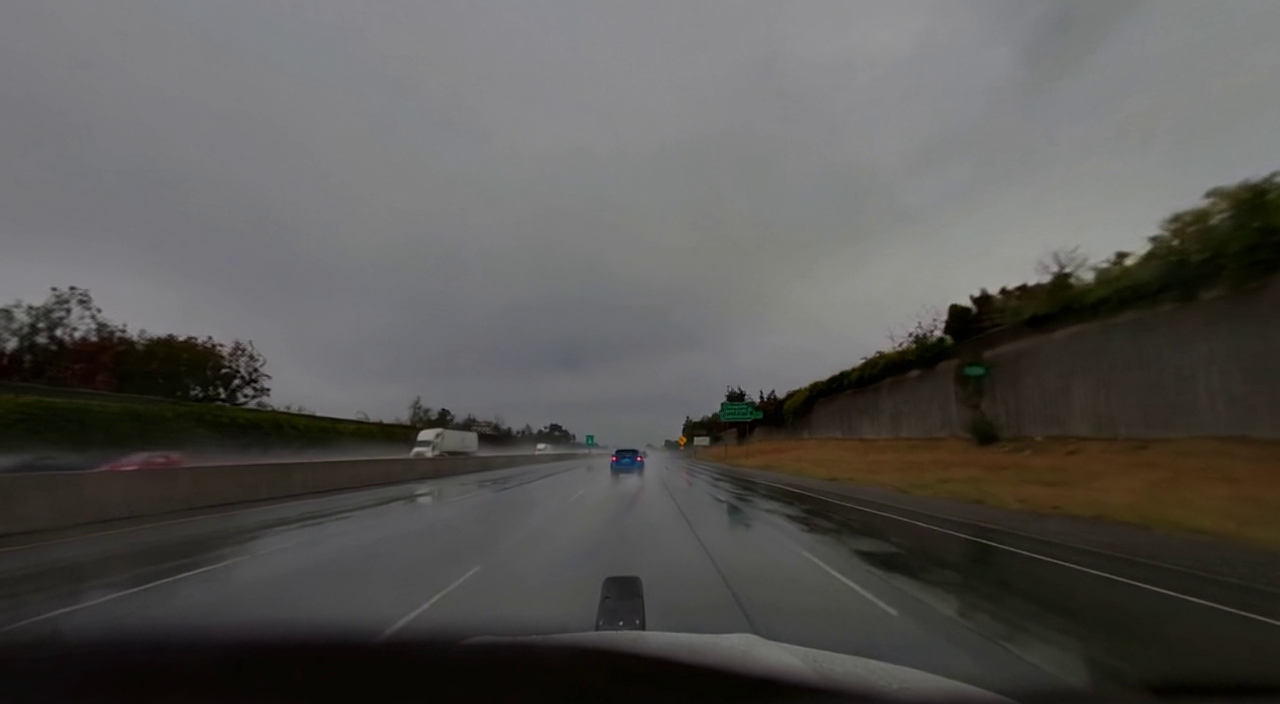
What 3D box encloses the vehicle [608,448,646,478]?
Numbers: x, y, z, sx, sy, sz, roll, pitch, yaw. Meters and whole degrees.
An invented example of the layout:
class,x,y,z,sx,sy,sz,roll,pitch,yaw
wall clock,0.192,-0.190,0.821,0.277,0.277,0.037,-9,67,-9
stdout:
class,x,y,z,sx,sy,sz,roll,pitch,yaw
vehicle,-0.647,6.000,34.227,1.908,1.515,3.871,0,-9,1
